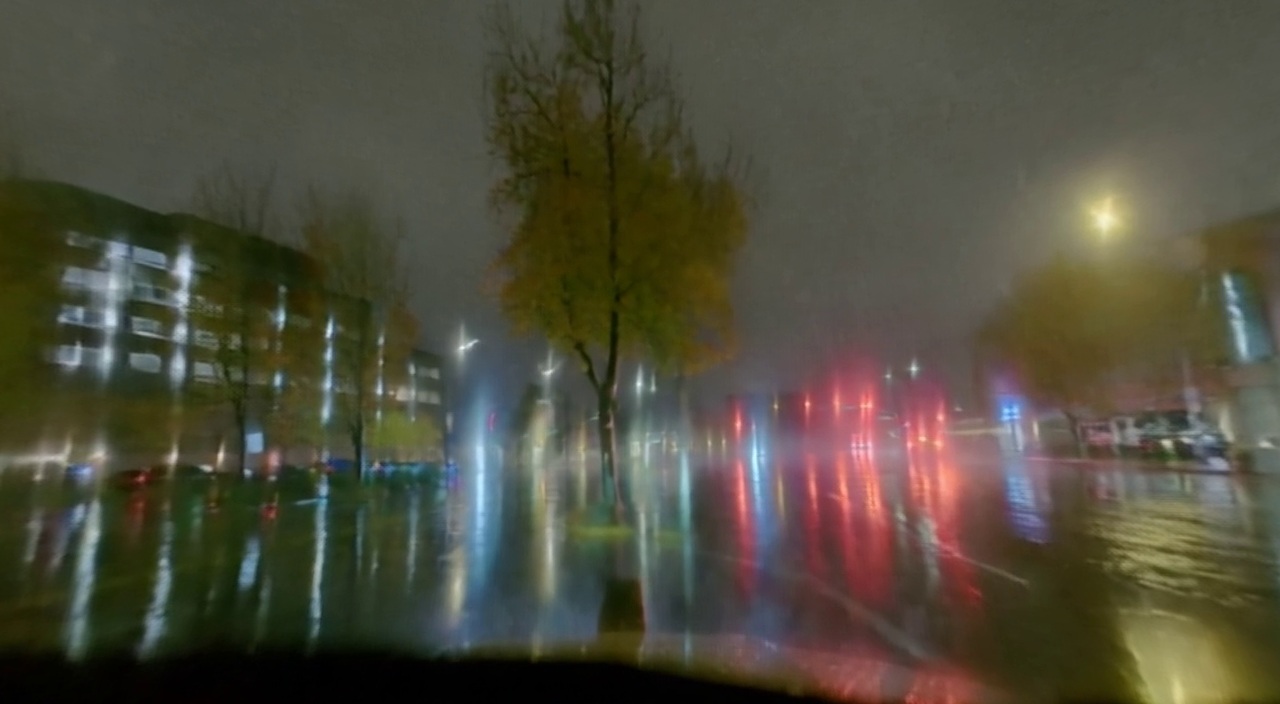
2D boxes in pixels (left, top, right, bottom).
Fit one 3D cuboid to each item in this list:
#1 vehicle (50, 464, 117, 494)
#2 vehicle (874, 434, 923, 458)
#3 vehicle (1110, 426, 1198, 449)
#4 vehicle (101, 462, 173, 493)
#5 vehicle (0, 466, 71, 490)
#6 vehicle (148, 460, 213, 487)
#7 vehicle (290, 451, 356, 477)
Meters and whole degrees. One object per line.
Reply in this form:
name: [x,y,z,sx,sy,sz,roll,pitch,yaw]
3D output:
vehicle: [-31.297,7.074,35.505,4.157,1.458,2.130,-7,-11,40]
vehicle: [18.715,6.858,45.918,2.100,1.638,4.545,-1,-9,7]
vehicle: [32.799,5.512,40.426,3.839,1.386,1.816,-2,-9,12]
vehicle: [-30.016,7.414,37.618,5.124,1.541,2.121,-7,-11,38]
vehicle: [-40.062,8.133,40.874,4.317,1.418,1.734,2,-9,-17]
vehicle: [-30.201,7.936,41.461,4.416,1.541,2.102,-6,-11,36]
vehicle: [-23.336,8.190,46.458,5.483,1.719,2.112,-7,-11,38]
